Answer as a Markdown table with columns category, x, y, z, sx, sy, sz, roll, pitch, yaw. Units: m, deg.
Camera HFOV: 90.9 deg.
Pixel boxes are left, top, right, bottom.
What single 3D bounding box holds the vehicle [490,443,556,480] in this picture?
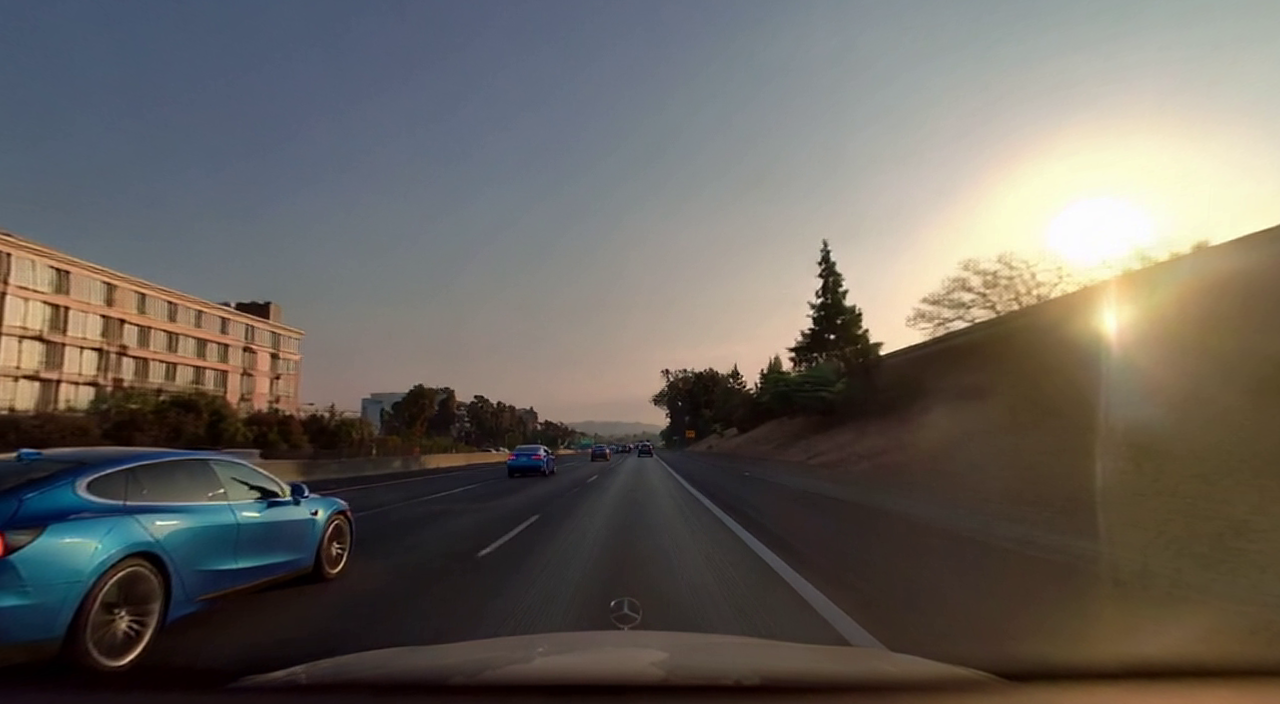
| category | x | y | z | sx | sy | sz | roll | pitch | yaw |
| --- | --- | --- | --- | --- | --- | --- | --- | --- | --- |
| vehicle | -5.130 | 4.845 | 28.220 | 2.083 | 1.471 | 4.350 | 0 | -8 | 1 |
